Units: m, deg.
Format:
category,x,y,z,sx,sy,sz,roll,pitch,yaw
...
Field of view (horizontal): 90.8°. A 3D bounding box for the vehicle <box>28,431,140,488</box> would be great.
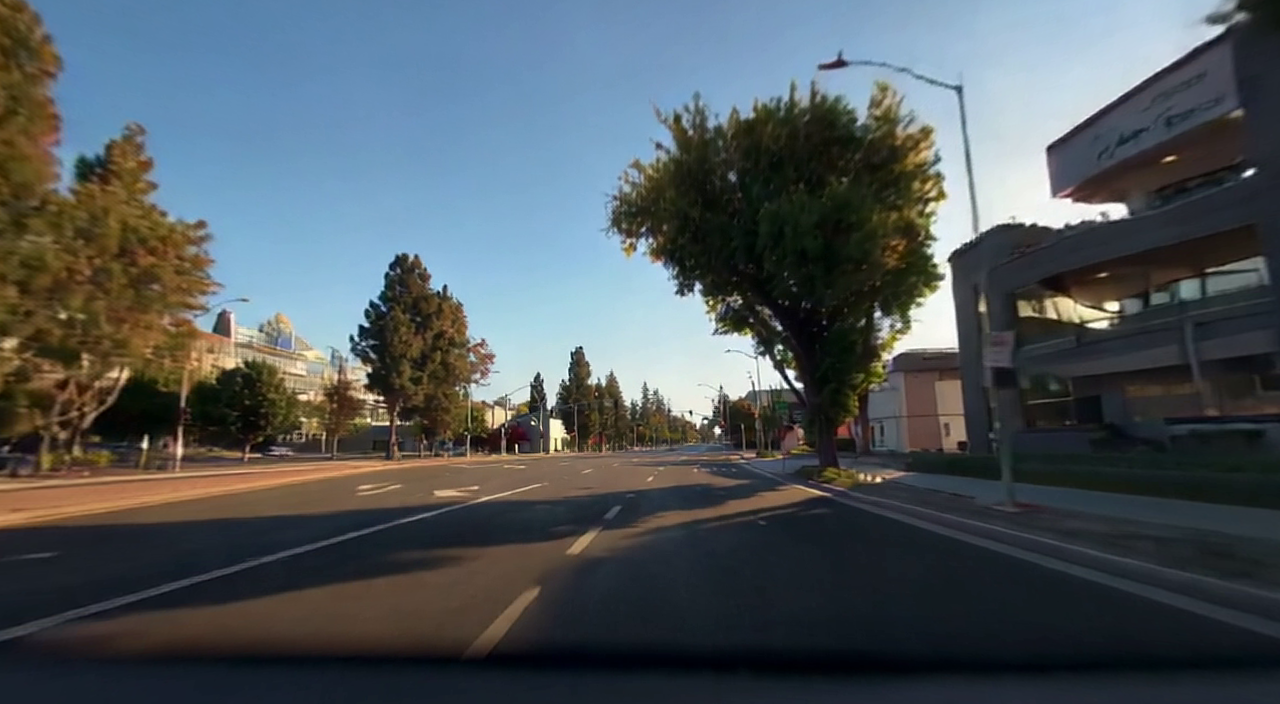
category,x,y,z,sx,sy,sz,roll,pitch,yaw
vehicle,-26.063,5.014,29.753,2.249,2.488,3.048,-3,-8,10
